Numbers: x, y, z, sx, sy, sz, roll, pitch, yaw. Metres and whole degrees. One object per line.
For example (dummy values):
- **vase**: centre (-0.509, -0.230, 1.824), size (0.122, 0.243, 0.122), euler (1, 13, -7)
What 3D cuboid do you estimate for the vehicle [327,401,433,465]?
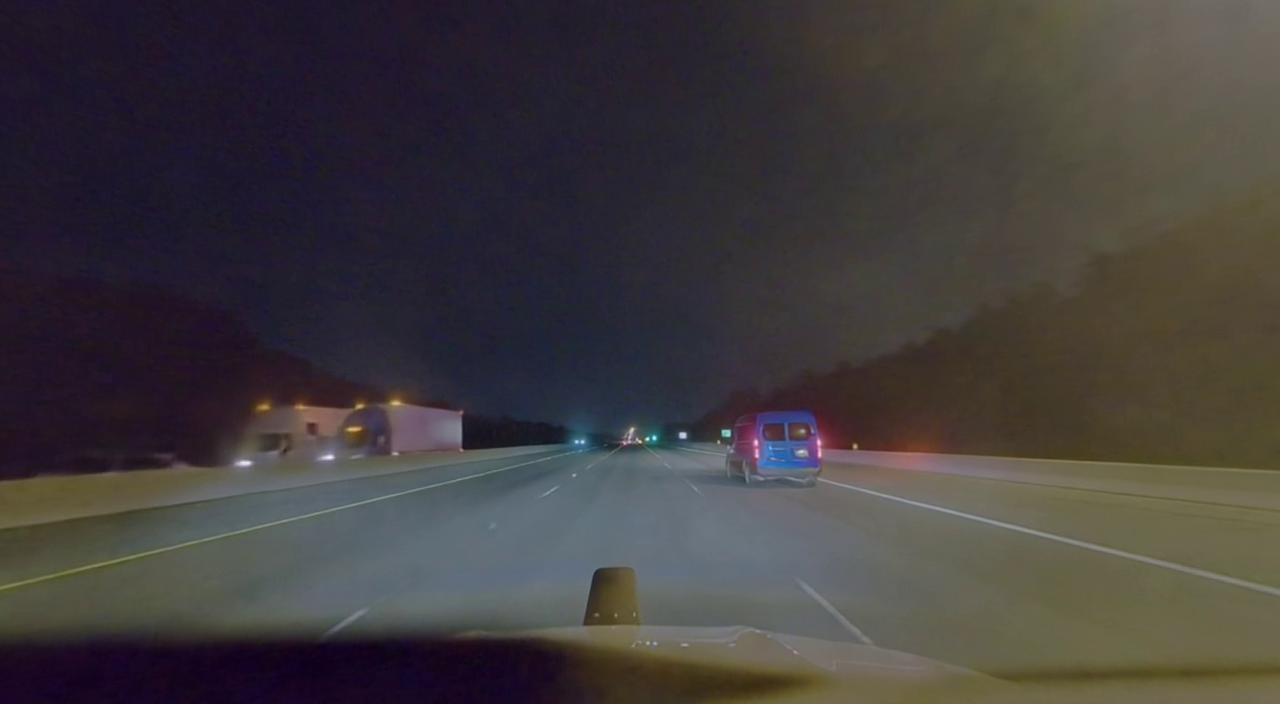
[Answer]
- **vehicle**: centre (-17.489, 5.625, 43.424), size (3.018, 3.854, 10.404), euler (0, -8, -1)

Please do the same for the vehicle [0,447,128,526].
- **vehicle**: centre (-13.743, 2.845, 13.526), size (1.890, 1.523, 4.262), euler (-1, -8, 0)

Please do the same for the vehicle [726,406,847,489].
- **vehicle**: centre (3.913, 2.673, 17.817), size (2.161, 2.002, 4.631), euler (0, -8, -2)

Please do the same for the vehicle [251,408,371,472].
- **vehicle**: centre (-22.266, 6.053, 43.521), size (3.030, 3.882, 10.014), euler (0, -8, -2)
